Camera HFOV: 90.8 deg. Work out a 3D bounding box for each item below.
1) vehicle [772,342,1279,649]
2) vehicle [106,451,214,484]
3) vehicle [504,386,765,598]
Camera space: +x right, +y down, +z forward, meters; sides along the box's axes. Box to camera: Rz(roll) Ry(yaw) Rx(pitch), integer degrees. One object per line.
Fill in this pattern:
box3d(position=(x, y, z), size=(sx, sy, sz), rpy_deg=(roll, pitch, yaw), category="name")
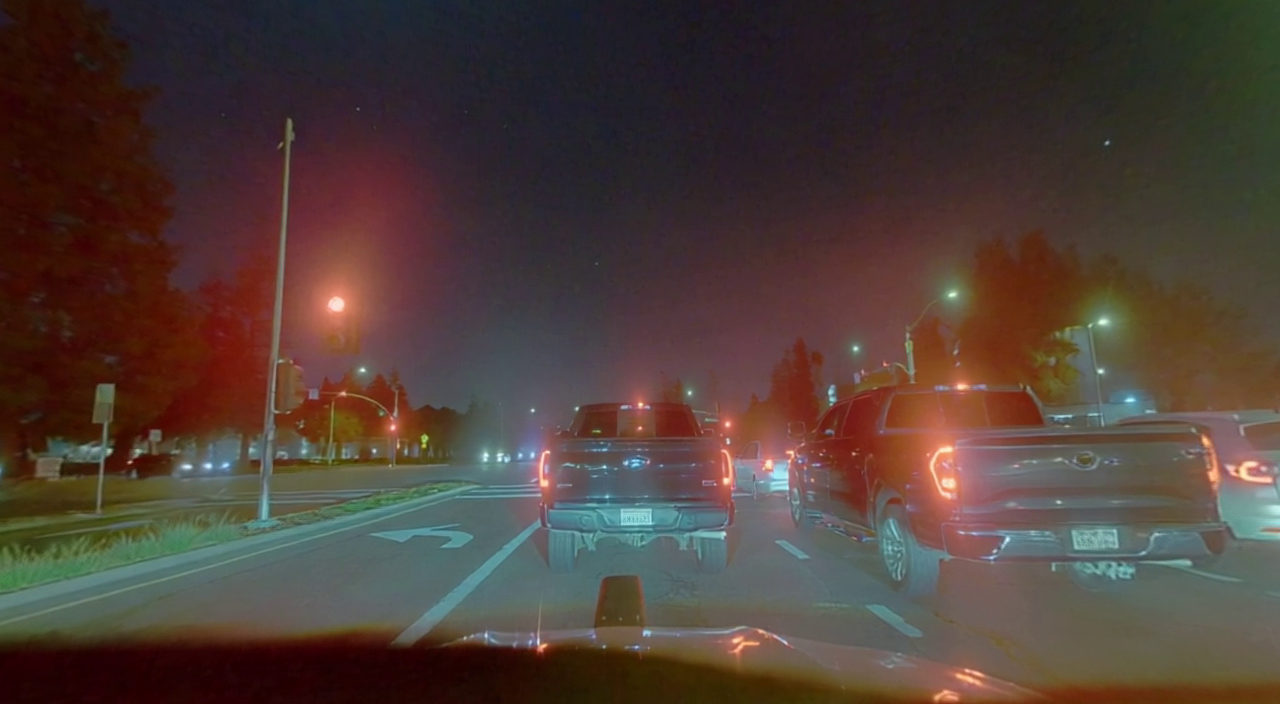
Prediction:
box3d(position=(3.312, 1.321, 6.932), size=(2.412, 1.953, 5.682), rpy_deg=(0, -9, -1), category="vehicle")
box3d(position=(-26.404, 6.326, 34.993), size=(4.437, 1.669, 1.936), rpy_deg=(5, -10, -30), category="vehicle")
box3d(position=(-0.075, 1.574, 8.026), size=(2.240, 1.821, 5.001), rpy_deg=(0, -9, -1), category="vehicle")
